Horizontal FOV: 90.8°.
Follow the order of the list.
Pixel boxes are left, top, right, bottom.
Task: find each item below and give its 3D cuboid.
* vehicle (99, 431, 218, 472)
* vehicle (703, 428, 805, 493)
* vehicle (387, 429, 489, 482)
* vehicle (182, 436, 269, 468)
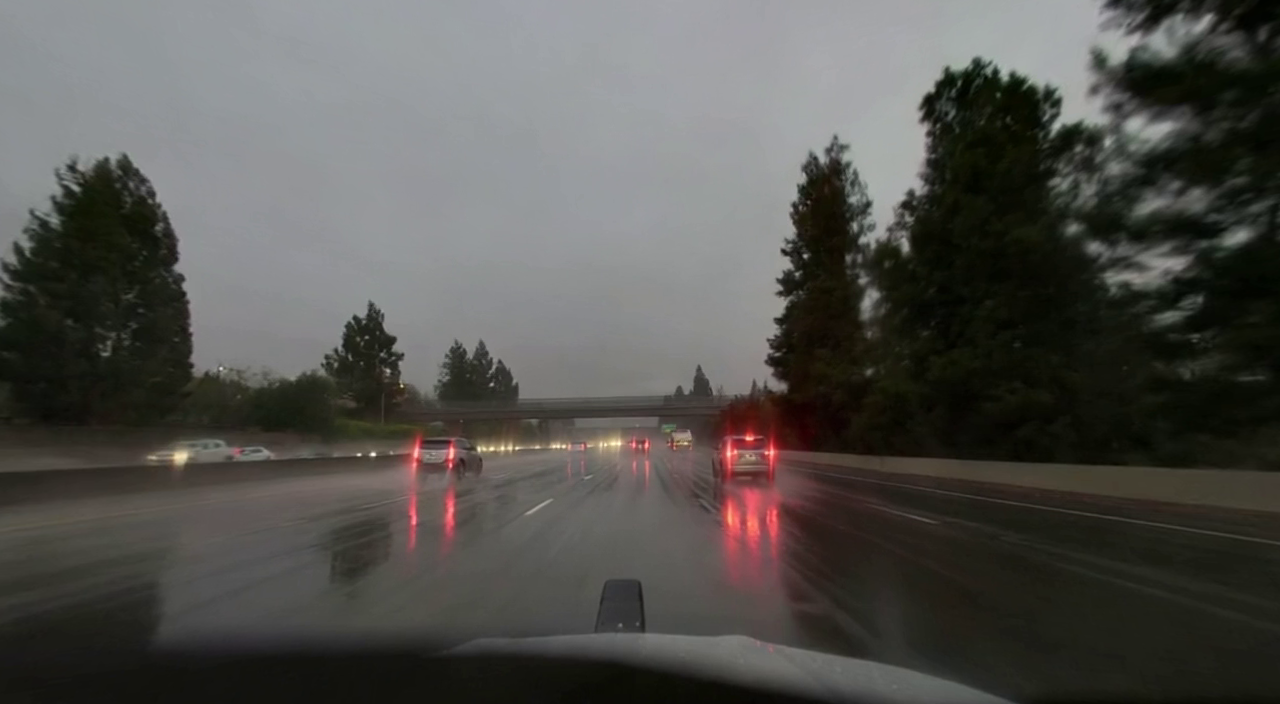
[{"bbox_3d":[-29.072,6.052,38.551,2.255,2.247,6.168,0,-8,1],"label":"vehicle"},{"bbox_3d":[3.296,3.255,19.291,2.185,1.749,4.477,0,-8,-1],"label":"vehicle"},{"bbox_3d":[-7.588,3.950,24.377,2.193,1.818,4.995,0,-8,1],"label":"vehicle"},{"bbox_3d":[-29.051,7.030,44.567,2.486,2.052,5.260,0,-9,1],"label":"vehicle"}]
